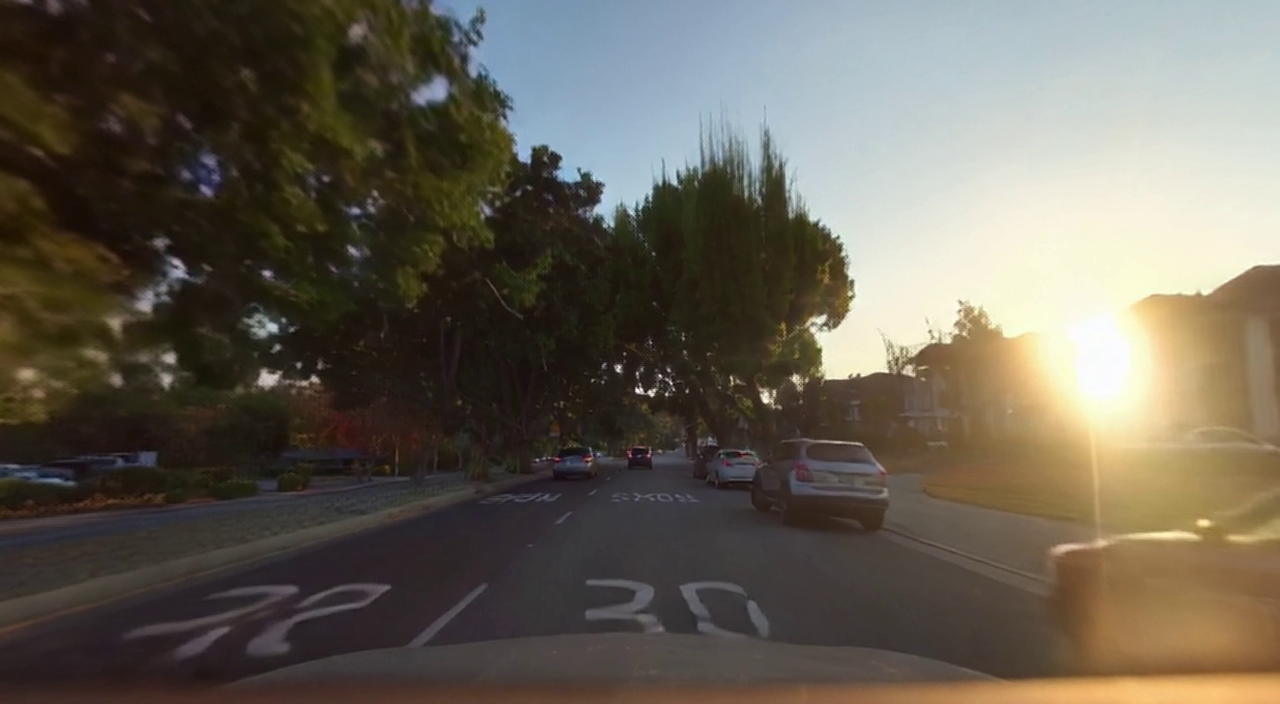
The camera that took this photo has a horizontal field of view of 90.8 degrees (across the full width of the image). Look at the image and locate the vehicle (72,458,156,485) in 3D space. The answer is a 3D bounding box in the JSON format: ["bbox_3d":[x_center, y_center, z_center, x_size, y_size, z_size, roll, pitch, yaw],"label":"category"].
[{"bbox_3d":[-36.283,8.216,43.754,1.890,1.711,4.456,0,-9,1],"label":"vehicle"}]

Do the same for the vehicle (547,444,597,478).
[{"bbox_3d":[-3.532,5.794,33.759,2.129,1.668,4.722,0,-9,0],"label":"vehicle"}]

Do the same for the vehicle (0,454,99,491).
[{"bbox_3d":[-41.089,8.147,43.261,2.306,2.086,6.132,-2,-7,5],"label":"vehicle"}]

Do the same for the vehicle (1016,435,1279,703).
[{"bbox_3d":[3.741,1.024,2.120,2.019,1.495,4.755,0,-9,0],"label":"vehicle"}]

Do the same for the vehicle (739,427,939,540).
[{"bbox_3d":[3.742,2.579,13.170,2.273,1.860,5.077,0,-9,-3],"label":"vehicle"}]

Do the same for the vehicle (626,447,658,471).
[{"bbox_3d":[0.167,7.504,44.585,2.142,1.548,4.273,0,-9,1],"label":"vehicle"}]
